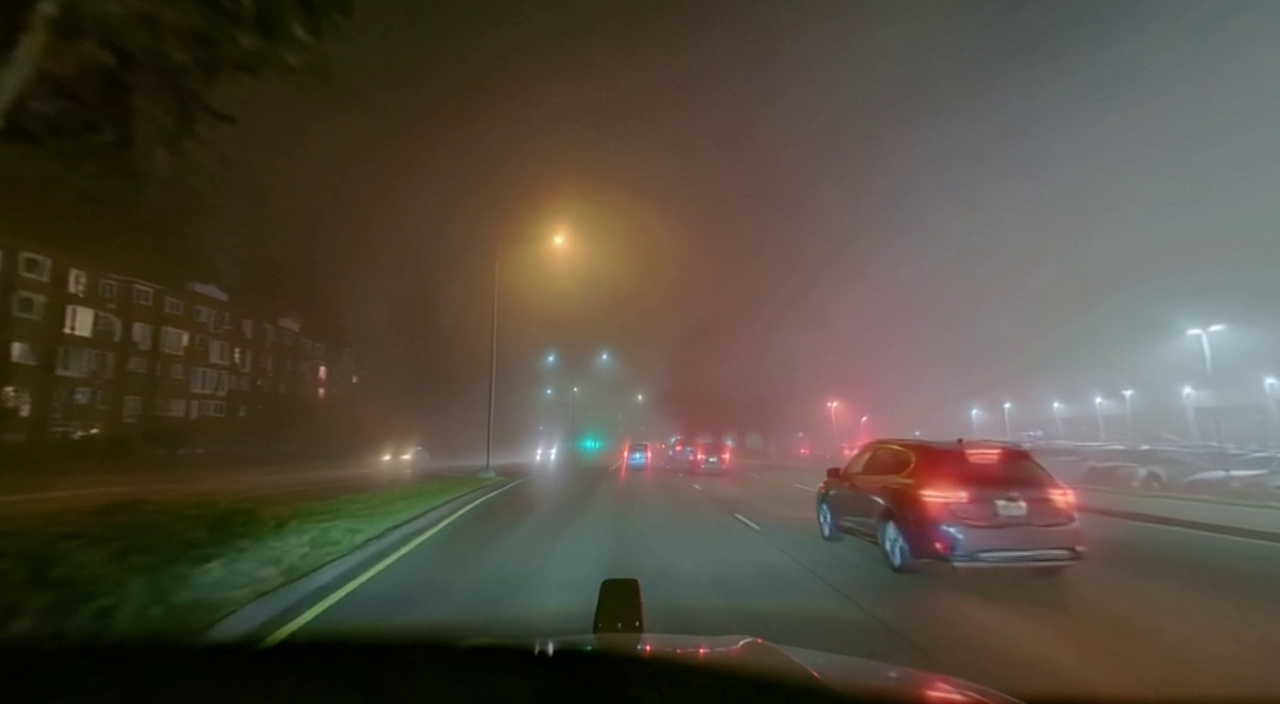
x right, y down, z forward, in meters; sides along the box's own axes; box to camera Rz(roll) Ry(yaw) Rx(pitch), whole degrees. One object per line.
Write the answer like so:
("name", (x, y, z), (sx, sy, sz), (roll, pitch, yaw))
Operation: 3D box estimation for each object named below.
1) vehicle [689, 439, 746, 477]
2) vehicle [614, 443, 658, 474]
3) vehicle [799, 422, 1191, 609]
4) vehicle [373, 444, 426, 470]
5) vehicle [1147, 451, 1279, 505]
("vehicle", (3.511, 4.944, 29.623), (2.041, 1.611, 4.426), (0, -8, -1))
("vehicle", (-0.261, 5.367, 32.094), (2.095, 1.456, 3.873), (0, -8, -1))
("vehicle", (3.529, 1.698, 7.611), (1.953, 1.514, 4.672), (0, -8, -1))
("vehicle", (-16.262, 7.083, 42.962), (1.920, 1.635, 4.261), (0, -8, 0))
("vehicle", (17.647, 3.721, 19.008), (4.099, 1.413, 1.978), (4, -9, -25))
